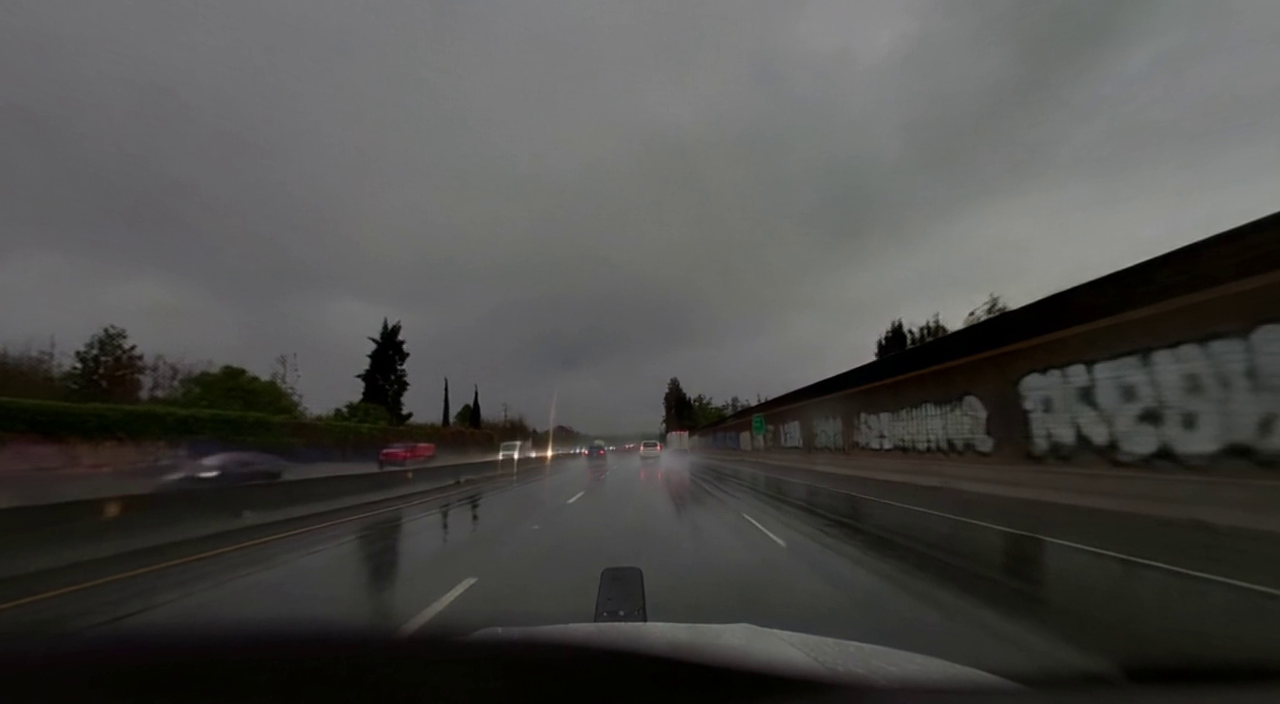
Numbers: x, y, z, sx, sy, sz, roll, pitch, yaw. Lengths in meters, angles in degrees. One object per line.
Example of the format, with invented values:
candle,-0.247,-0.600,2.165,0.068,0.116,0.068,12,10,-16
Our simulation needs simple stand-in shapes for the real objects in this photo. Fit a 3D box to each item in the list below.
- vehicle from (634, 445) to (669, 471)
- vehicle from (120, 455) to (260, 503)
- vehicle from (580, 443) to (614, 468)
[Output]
vehicle,0.684,6.507,38.930,2.009,1.506,4.091,0,-9,0
vehicle,-15.939,4.482,22.651,1.830,1.480,4.231,0,-9,1
vehicle,-2.983,7.352,44.794,2.095,1.671,4.193,0,-9,1
